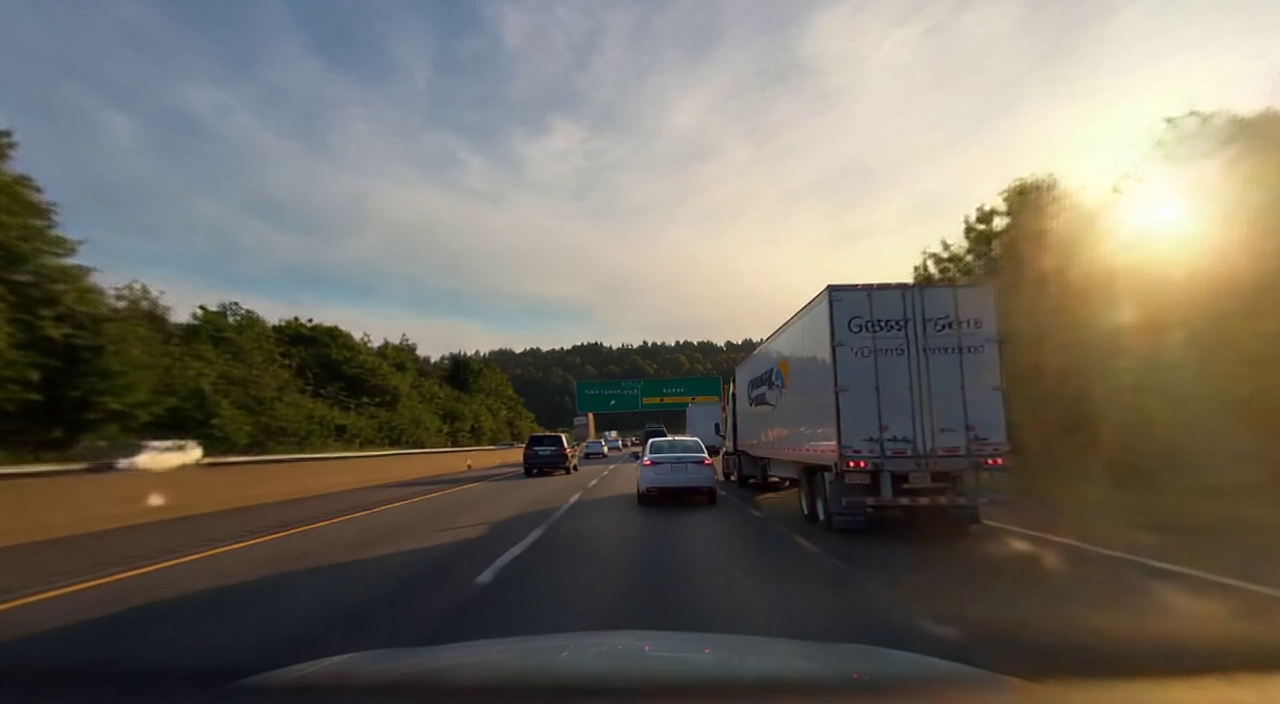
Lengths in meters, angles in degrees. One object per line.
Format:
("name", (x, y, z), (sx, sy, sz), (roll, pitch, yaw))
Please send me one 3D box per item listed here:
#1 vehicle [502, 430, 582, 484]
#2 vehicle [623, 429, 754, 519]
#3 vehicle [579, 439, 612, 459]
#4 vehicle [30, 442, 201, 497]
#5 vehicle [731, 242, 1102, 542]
("vehicle", (-3.334, 3.659, 22.382), (2.006, 1.729, 4.447), (0, -8, 1))
("vehicle", (0.813, 2.359, 12.832), (2.200, 1.495, 4.282), (0, -8, 0))
("vehicle", (-3.452, 7.650, 49.856), (2.181, 1.538, 4.169), (0, -8, 1))
("vehicle", (-15.222, 3.378, 18.592), (1.836, 1.429, 3.652), (0, -8, 1))
("vehicle", (4.711, 1.453, 15.712), (2.883, 4.070, 14.423), (0, -8, 1))
